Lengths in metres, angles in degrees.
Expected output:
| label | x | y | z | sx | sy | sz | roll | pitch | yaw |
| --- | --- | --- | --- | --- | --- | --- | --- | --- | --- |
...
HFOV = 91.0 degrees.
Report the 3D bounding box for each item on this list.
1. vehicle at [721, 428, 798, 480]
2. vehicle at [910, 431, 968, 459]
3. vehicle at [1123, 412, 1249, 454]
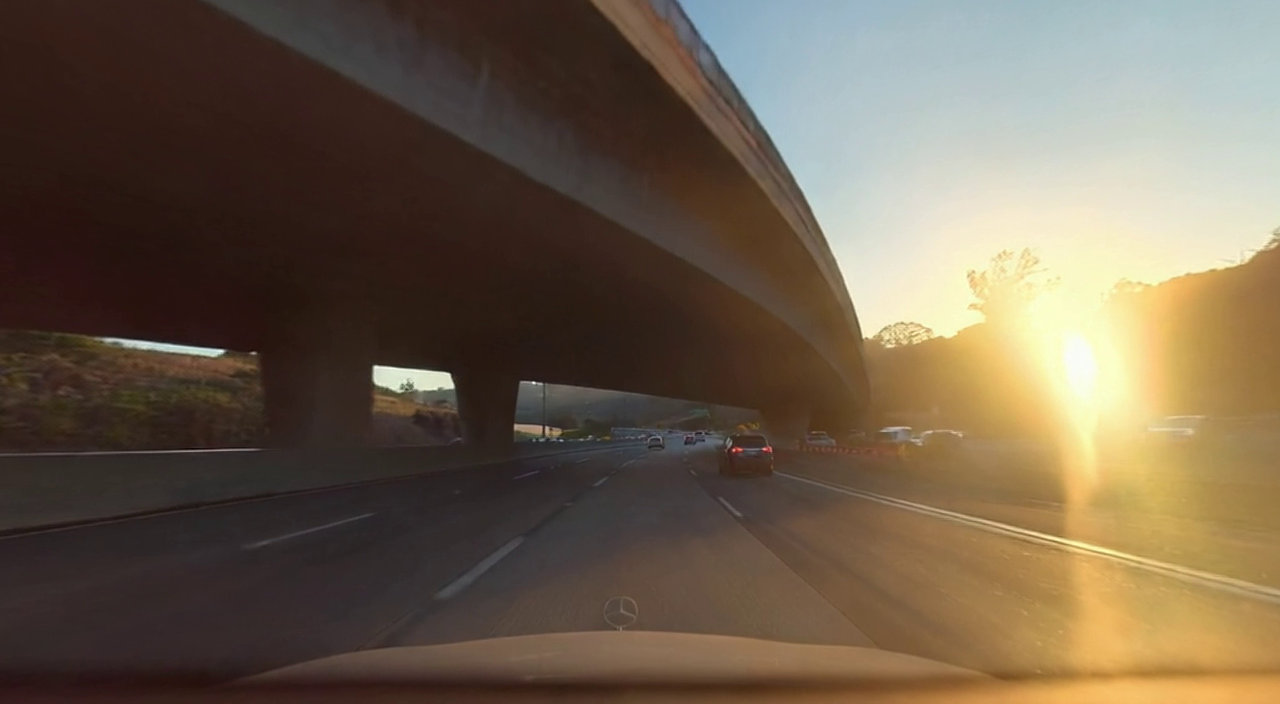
| label | x | y | z | sx | sy | sz | roll | pitch | yaw |
| --- | --- | --- | --- | --- | --- | --- | --- | --- | --- |
| vehicle | 4.287 | 3.750 | 23.284 | 2.090 | 1.715 | 4.228 | 0 | -8 | 1 |
| vehicle | 20.118 | 6.332 | 42.609 | 1.912 | 1.756 | 4.768 | 0 | -9 | 4 |
| vehicle | 29.342 | 4.387 | 34.009 | 4.491 | 1.767 | 2.057 | -8 | -9 | 16 |
